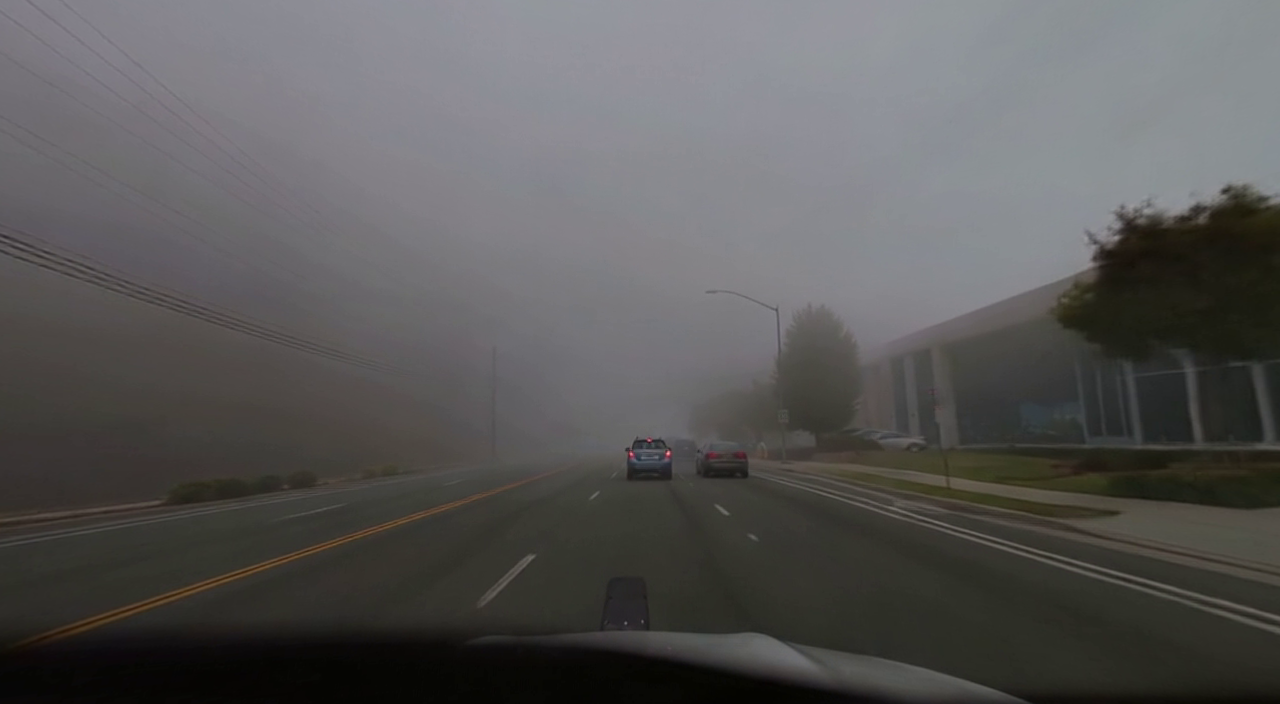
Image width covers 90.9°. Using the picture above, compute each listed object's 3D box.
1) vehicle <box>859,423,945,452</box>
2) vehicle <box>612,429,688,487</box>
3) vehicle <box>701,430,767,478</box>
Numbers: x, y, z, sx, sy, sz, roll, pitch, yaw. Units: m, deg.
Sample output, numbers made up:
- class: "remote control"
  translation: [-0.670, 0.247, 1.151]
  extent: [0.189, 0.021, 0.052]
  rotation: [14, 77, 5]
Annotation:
- class: "vehicle"
  translation: [16.019, 5.273, 38.759]
  extent: [4.366, 1.701, 1.965]
  rotation: [0, -8, -1]
- class: "vehicle"
  translation: [0.293, 3.379, 20.369]
  extent: [2.200, 1.653, 4.127]
  rotation: [0, -8, 0]
- class: "vehicle"
  translation: [3.566, 3.951, 24.689]
  extent: [1.914, 1.698, 4.049]
  rotation: [0, -8, 0]
